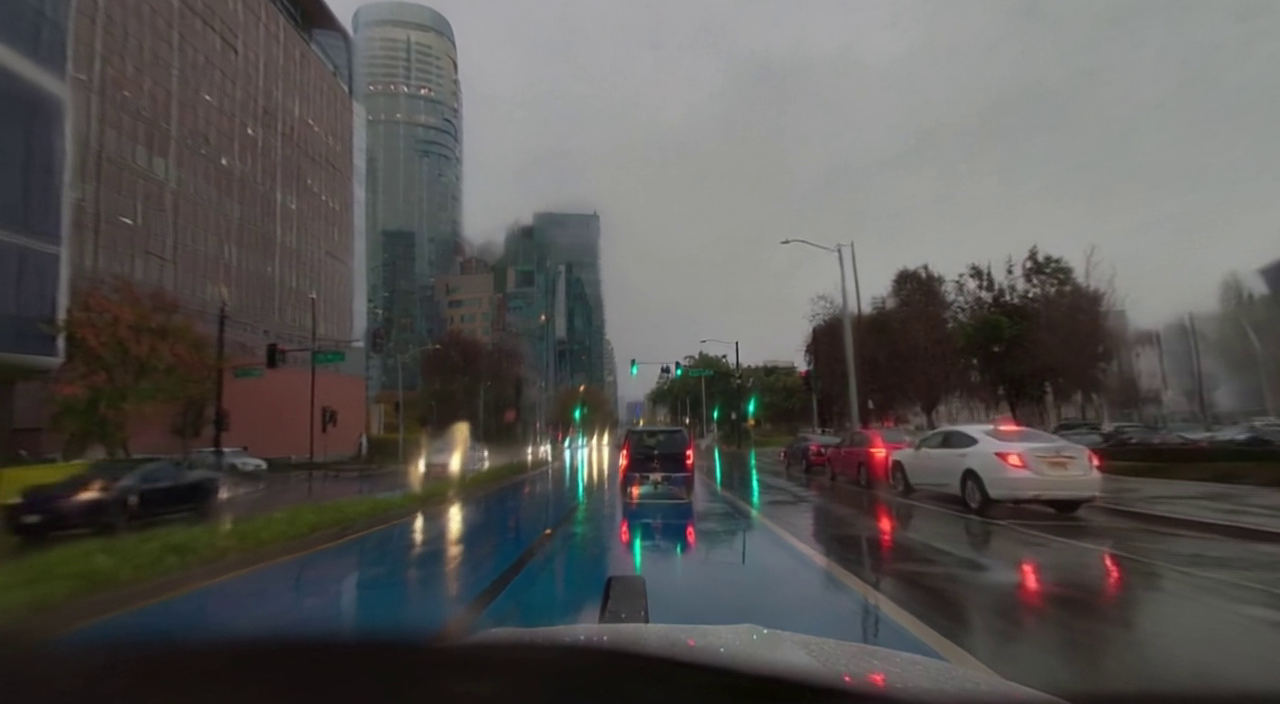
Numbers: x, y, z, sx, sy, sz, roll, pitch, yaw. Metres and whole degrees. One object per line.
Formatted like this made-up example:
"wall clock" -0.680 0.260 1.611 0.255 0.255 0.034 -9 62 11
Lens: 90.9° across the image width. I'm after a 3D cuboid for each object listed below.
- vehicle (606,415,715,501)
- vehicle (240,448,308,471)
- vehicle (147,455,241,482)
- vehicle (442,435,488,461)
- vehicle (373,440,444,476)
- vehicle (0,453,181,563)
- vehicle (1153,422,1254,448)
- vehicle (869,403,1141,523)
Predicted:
"vehicle" 0.416 2.547 15.450 2.283 1.773 4.255 0 -8 0
"vehicle" -27.195 7.958 47.026 1.857 1.535 4.900 -1 -8 4
"vehicle" -27.766 7.264 39.353 4.478 1.578 1.890 -1 -8 3
"vehicle" -13.076 7.202 47.400 2.025 1.785 4.845 -1 -8 1
"vehicle" -12.800 5.852 35.232 1.975 1.820 4.838 -1 -8 1
"vehicle" -10.384 2.522 10.656 2.019 1.547 4.315 0 -8 -1
"vehicle" 33.576 4.985 37.650 4.275 1.487 1.781 0 -8 0
"vehicle" 6.561 2.084 12.307 2.205 1.823 5.078 0 -8 0
